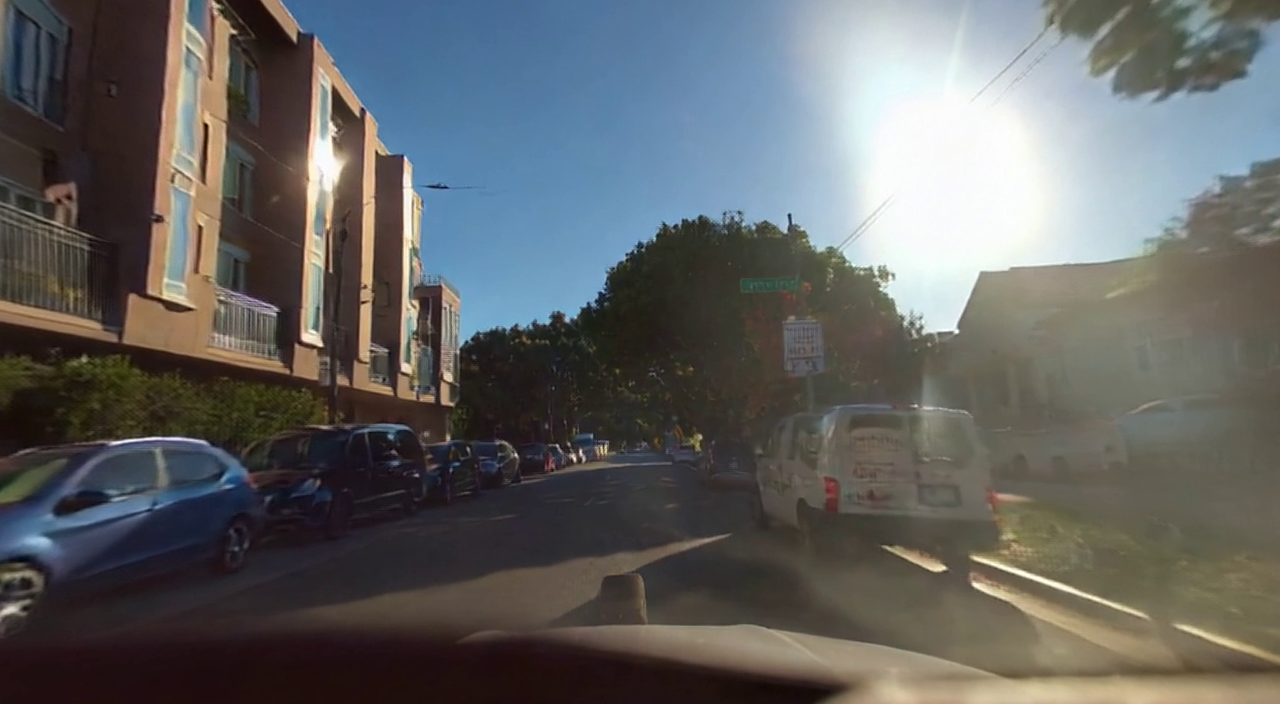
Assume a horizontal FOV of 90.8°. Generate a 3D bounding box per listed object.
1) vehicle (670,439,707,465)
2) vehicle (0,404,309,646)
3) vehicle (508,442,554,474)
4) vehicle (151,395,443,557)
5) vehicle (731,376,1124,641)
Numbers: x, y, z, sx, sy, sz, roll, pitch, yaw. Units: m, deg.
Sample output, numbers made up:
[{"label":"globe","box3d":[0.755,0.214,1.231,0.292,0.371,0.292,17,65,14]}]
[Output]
[{"label":"vehicle","box3d":[2.951,6.208,39.178,1.835,1.490,4.134,0,-9,-2]},{"label":"vehicle","box3d":[-5.482,1.507,6.147,1.838,1.725,4.660,0,-9,2]},{"label":"vehicle","box3d":[-5.476,5.379,32.156,1.722,1.491,3.431,0,-9,0]},{"label":"vehicle","box3d":[-5.464,2.047,11.347,2.196,2.059,5.748,-2,-8,-2]},{"label":"vehicle","box3d":[2.749,1.397,7.846,2.259,2.119,5.281,0,-3,-2]}]
